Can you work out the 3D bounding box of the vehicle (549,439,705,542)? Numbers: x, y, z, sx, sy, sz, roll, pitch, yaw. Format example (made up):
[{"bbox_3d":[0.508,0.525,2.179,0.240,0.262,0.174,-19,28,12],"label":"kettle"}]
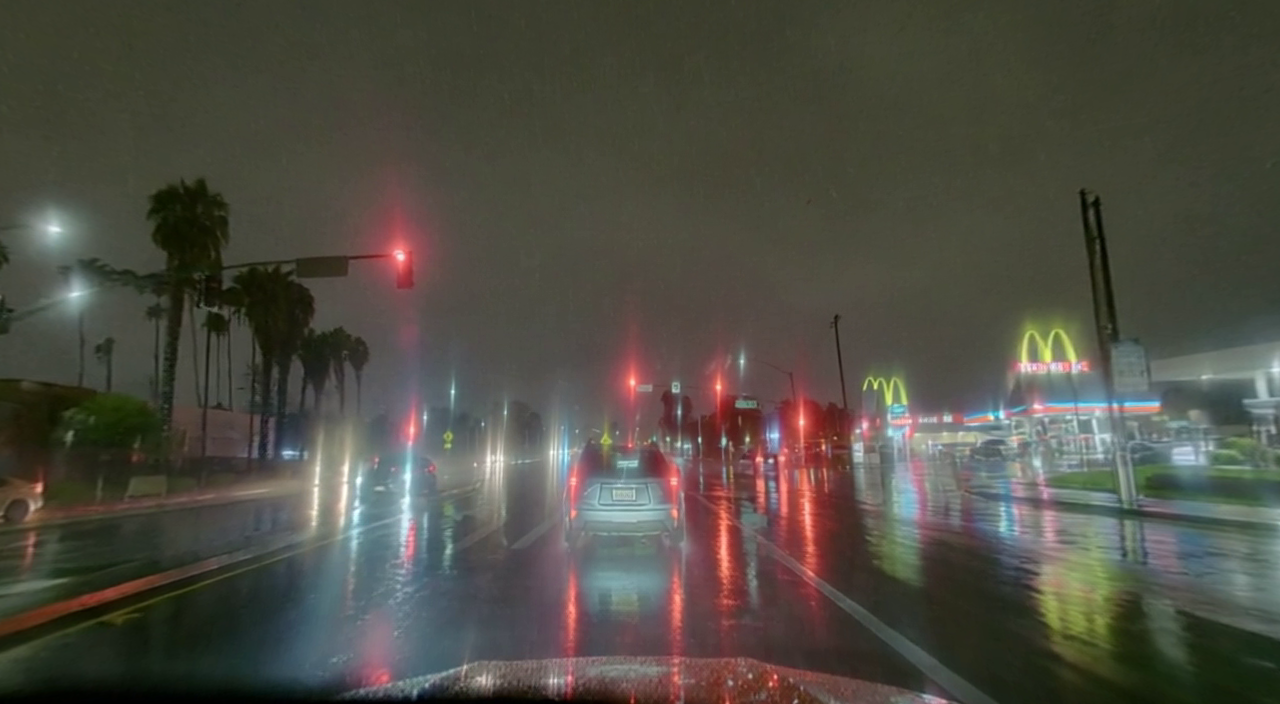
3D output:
[{"bbox_3d":[-0.247,2.357,11.555,2.270,1.475,4.571,0,-8,-2],"label":"vehicle"}]

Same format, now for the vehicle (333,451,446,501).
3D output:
[{"bbox_3d":[-8.232,4.084,21.286,1.904,1.450,4.689,0,-8,0],"label":"vehicle"}]

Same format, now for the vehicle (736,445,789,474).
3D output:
[{"bbox_3d":[6.779,5.985,35.422,2.017,1.491,4.420,0,-8,-1],"label":"vehicle"}]
